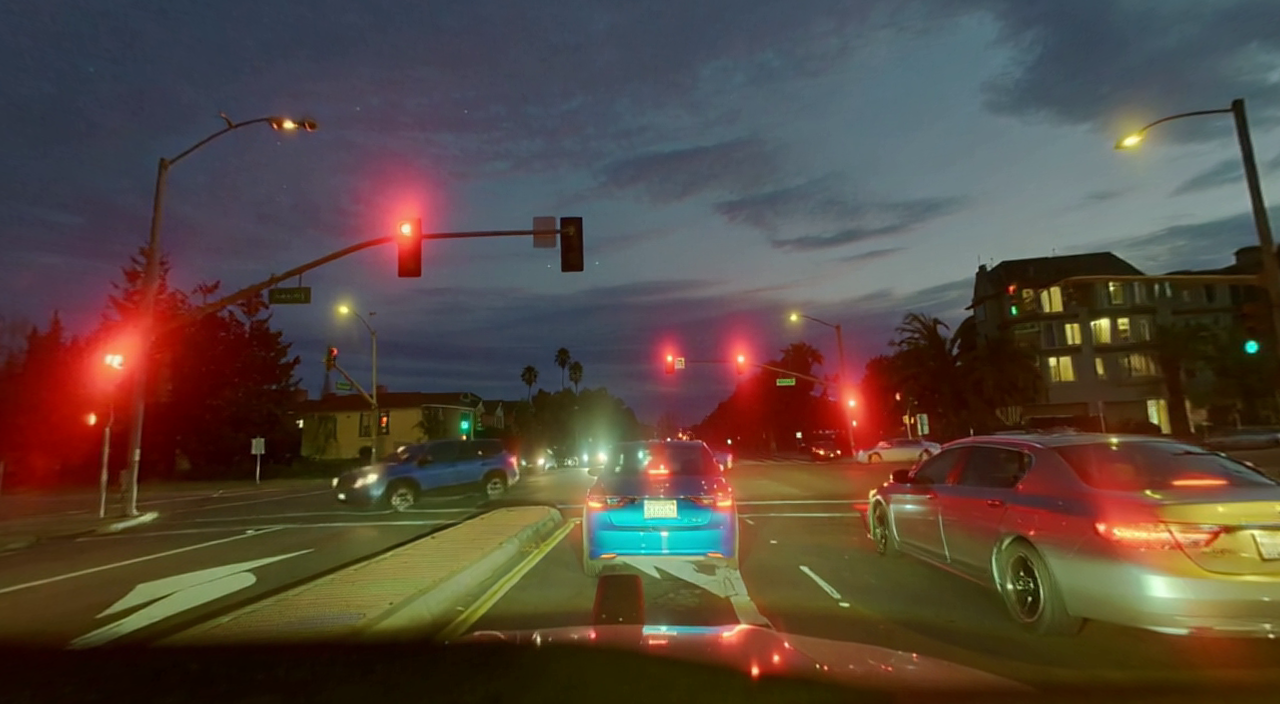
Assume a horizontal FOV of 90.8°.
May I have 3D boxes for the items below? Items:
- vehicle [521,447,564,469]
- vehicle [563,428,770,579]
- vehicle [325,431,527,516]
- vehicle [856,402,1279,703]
[{"bbox_3d":[-6.924,7.583,45.294,2.093,1.476,4.278,-1,-9,4],"label":"vehicle"},{"bbox_3d":[0.302,1.821,8.330,2.090,1.505,3.756,-1,-9,1],"label":"vehicle"},{"bbox_3d":[-5.171,2.988,16.109,1.988,1.799,4.789,-5,-10,27],"label":"vehicle"},{"bbox_3d":[3.654,1.336,5.430,1.888,1.486,4.681,0,-9,-1],"label":"vehicle"}]
